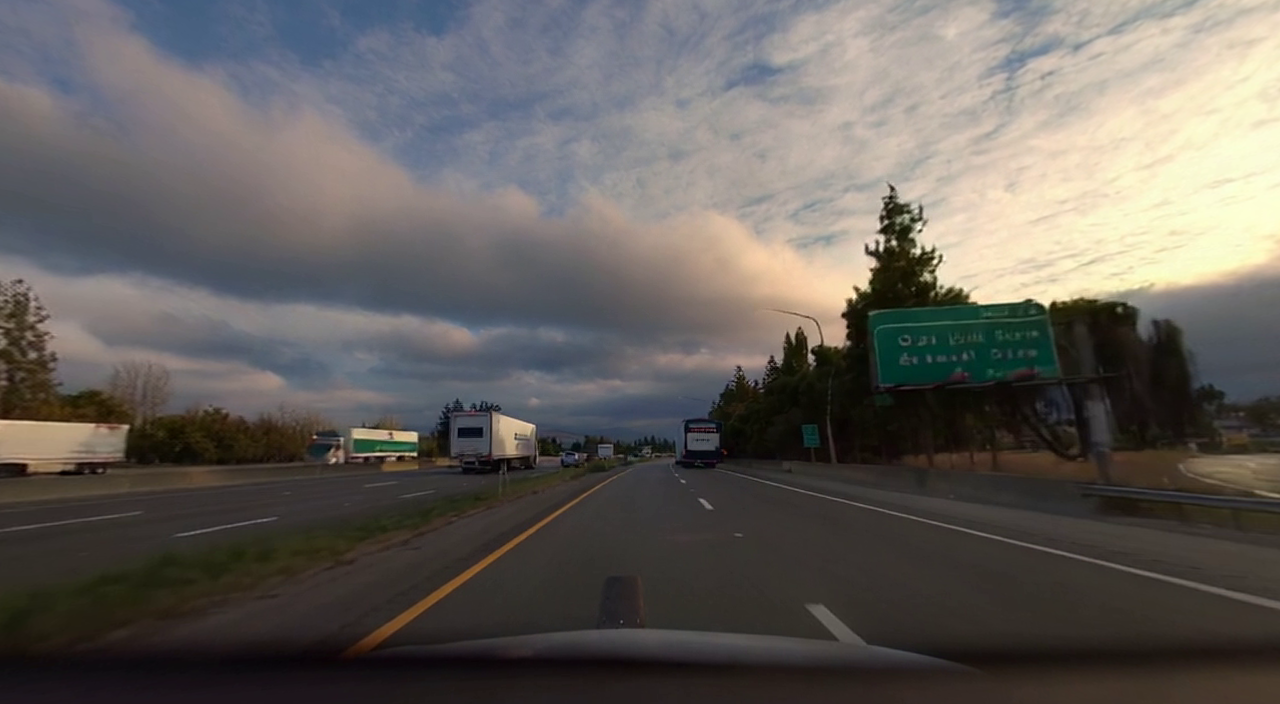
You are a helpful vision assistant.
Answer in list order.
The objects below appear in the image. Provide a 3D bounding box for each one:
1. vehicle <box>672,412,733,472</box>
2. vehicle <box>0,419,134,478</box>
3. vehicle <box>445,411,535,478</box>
[{"bbox_3d":[4.119,6.510,45.014,2.928,3.595,13.975,0,-9,0],"label":"vehicle"},{"bbox_3d":[-42.195,6.652,43.438,3.020,3.707,13.668,-1,-9,2],"label":"vehicle"},{"bbox_3d":[-10.336,6.734,45.672,2.891,4.062,14.230,0,-9,1],"label":"vehicle"}]
